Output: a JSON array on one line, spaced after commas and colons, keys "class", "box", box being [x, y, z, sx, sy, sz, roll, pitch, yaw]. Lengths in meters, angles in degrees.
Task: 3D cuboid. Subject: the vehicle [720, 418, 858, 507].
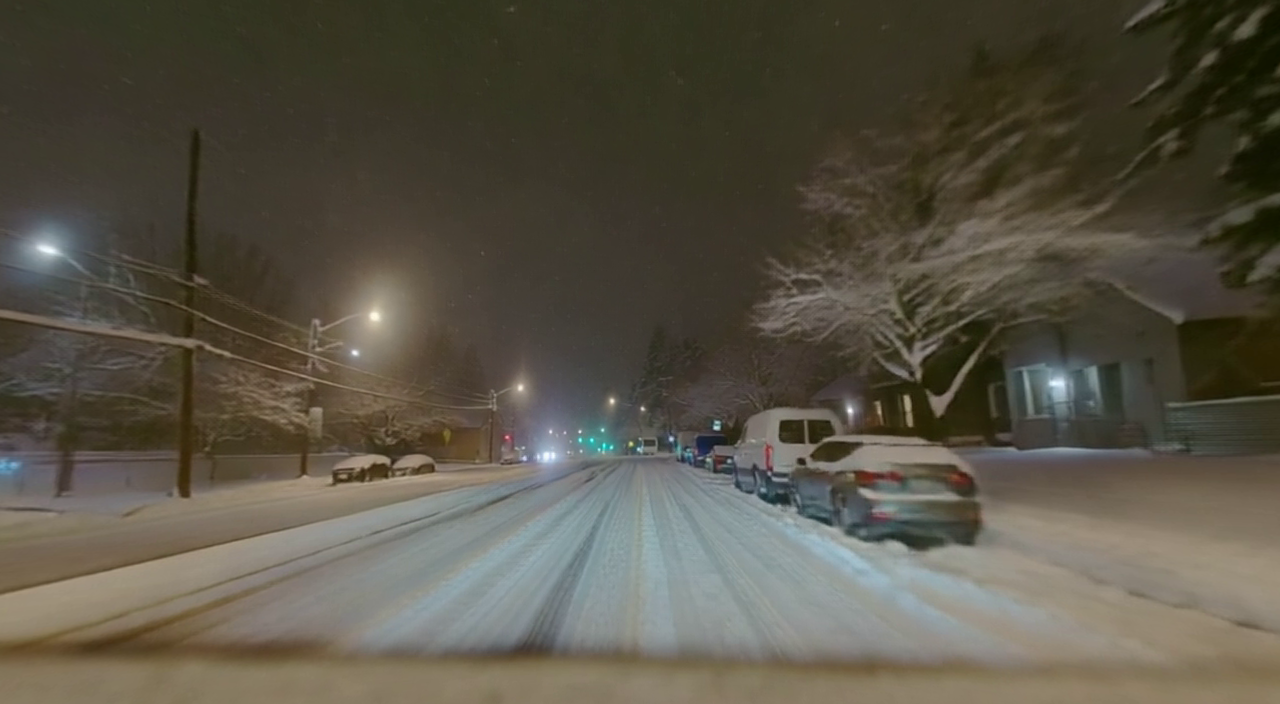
[{"class": "vehicle", "box": [3.766, 2.954, 17.345, 2.372, 2.008, 6.181, 0, -8, 1]}]

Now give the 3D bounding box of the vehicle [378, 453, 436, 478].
[{"class": "vehicle", "box": [-15.273, 7.451, 41.364, 1.944, 1.454, 4.581, 0, -8, 1]}]

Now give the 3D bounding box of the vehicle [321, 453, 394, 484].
[{"class": "vehicle", "box": [-15.181, 6.276, 34.071, 1.992, 1.517, 4.426, 0, -8, -2]}]

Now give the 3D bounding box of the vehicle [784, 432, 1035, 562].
[{"class": "vehicle", "box": [3.660, 2.020, 9.643, 1.830, 1.484, 4.639, 0, -8, 1]}]

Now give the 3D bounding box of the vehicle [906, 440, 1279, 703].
[{"class": "vehicle", "box": [3.691, 1.288, 4.182, 1.845, 1.364, 4.471, 0, -8, -1]}]
